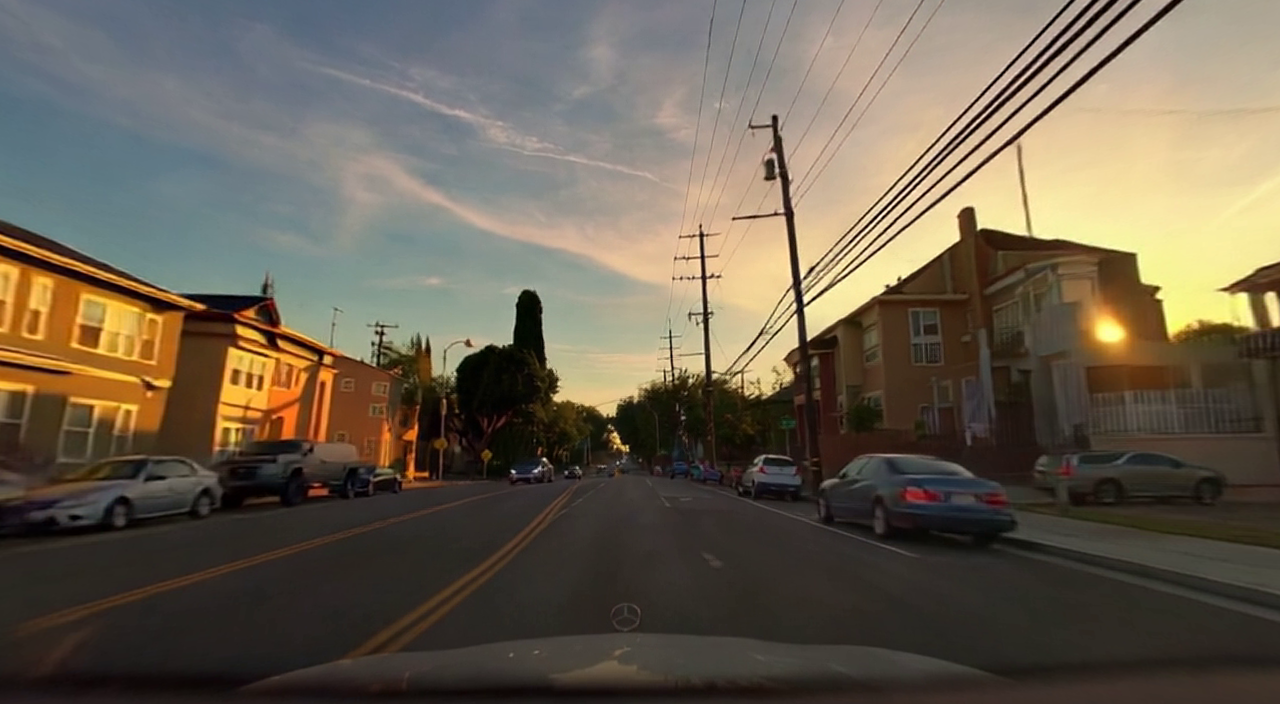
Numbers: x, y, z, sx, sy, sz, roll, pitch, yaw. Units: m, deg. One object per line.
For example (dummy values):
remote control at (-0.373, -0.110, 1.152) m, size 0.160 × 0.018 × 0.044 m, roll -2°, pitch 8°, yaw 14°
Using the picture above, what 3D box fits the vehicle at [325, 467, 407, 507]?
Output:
vehicle at (-11.551, 5.700, 26.962) m, size 1.742 × 1.415 × 4.566 m, roll 1°, pitch -9°, yaw -4°

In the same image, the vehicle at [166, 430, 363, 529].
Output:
vehicle at (-11.112, 3.782, 19.547) m, size 2.687 × 2.491 × 5.936 m, roll -1°, pitch -9°, yaw -3°

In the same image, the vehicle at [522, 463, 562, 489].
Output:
vehicle at (-6.359, 8.075, 41.411) m, size 2.205 × 1.480 × 4.366 m, roll 0°, pitch -9°, yaw -3°

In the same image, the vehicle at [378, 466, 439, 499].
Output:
vehicle at (-11.877, 6.697, 32.690) m, size 1.936 × 1.516 × 3.647 m, roll 1°, pitch -9°, yaw -4°

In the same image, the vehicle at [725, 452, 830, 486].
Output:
vehicle at (8.554, 7.252, 39.546) m, size 5.925 × 1.898 × 2.475 m, roll -5°, pitch -10°, yaw 32°

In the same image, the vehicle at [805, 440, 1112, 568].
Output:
vehicle at (4.486, 2.196, 10.056) m, size 2.059 × 1.502 × 4.824 m, roll 1°, pitch -9°, yaw -5°

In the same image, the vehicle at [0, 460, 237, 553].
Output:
vehicle at (-10.849, 3.140, 13.526) m, size 1.826 × 1.455 × 4.475 m, roll -2°, pitch -9°, yaw -5°

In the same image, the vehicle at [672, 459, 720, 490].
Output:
vehicle at (3.051, 6.814, 35.413) m, size 1.917 × 1.434 × 4.733 m, roll -1°, pitch -9°, yaw -4°
